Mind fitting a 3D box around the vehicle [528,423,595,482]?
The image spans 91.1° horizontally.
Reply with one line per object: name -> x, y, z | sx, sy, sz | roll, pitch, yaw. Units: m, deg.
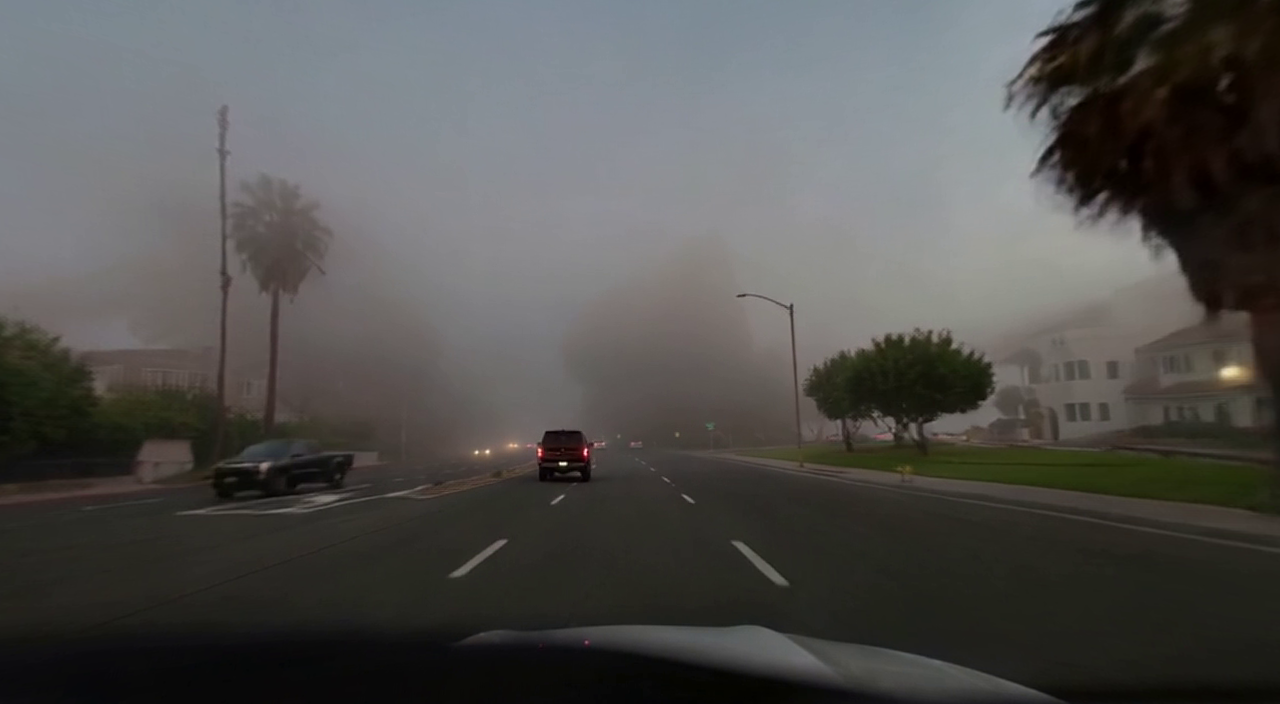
vehicle -> -3.203, 4.249, 26.742 | 2.507, 2.161, 6.049 | 1, -9, -5

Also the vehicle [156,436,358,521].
vehicle -> -8.792, 2.915, 15.035 | 2.114, 1.698, 4.415 | 0, -9, -2
